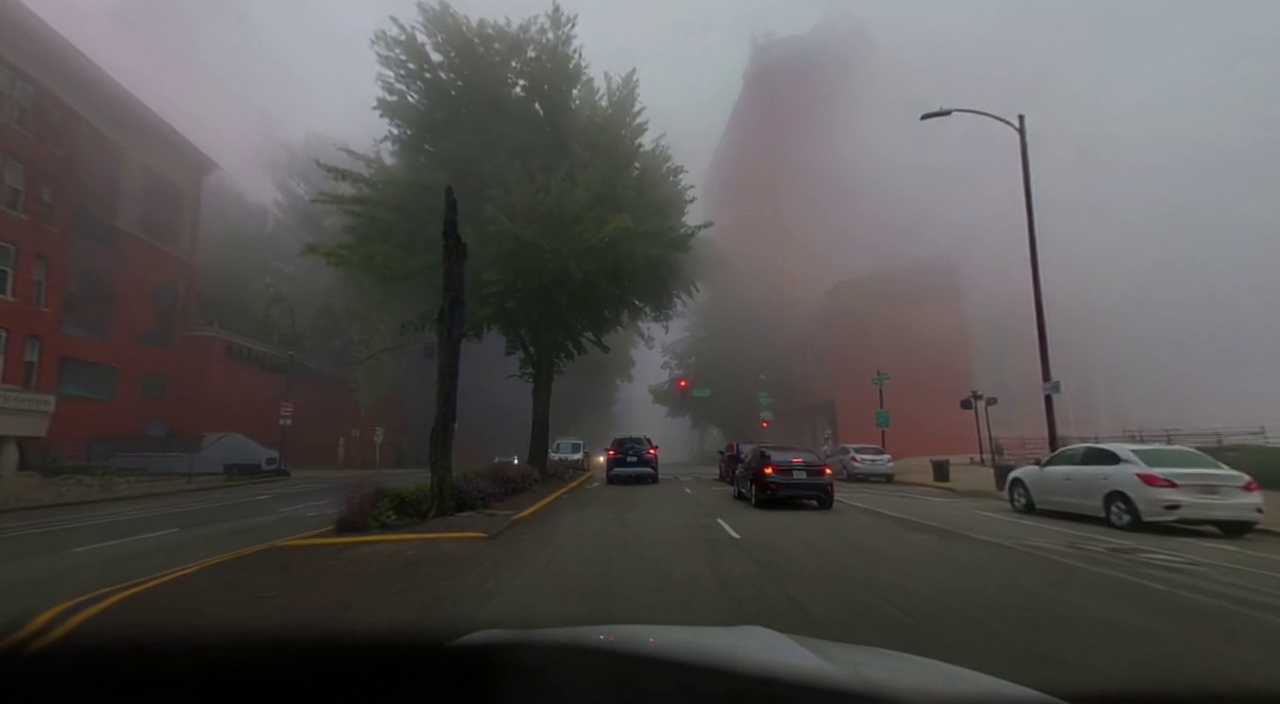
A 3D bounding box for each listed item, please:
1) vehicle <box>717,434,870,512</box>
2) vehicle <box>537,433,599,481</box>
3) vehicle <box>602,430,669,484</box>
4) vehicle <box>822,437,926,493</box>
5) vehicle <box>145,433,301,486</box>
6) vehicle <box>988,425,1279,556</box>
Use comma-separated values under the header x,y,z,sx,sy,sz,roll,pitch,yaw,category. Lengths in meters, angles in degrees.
x,y,z,sx,sy,sz,roll,pitch,yaw,category
3.284,2.717,14.777,2.238,1.499,4.964,0,-9,-1,vehicle
-2.876,4.335,26.281,2.297,1.812,4.244,0,-9,-3,vehicle
-0.175,4.016,24.391,2.329,1.842,4.537,0,-8,0,vehicle
8.105,3.905,22.376,1.959,1.719,4.538,0,-7,0,vehicle
-23.373,6.029,35.681,6.679,2.794,2.850,0,-9,1,vehicle
8.107,2.083,10.458,1.963,1.649,4.562,0,-7,-2,vehicle
